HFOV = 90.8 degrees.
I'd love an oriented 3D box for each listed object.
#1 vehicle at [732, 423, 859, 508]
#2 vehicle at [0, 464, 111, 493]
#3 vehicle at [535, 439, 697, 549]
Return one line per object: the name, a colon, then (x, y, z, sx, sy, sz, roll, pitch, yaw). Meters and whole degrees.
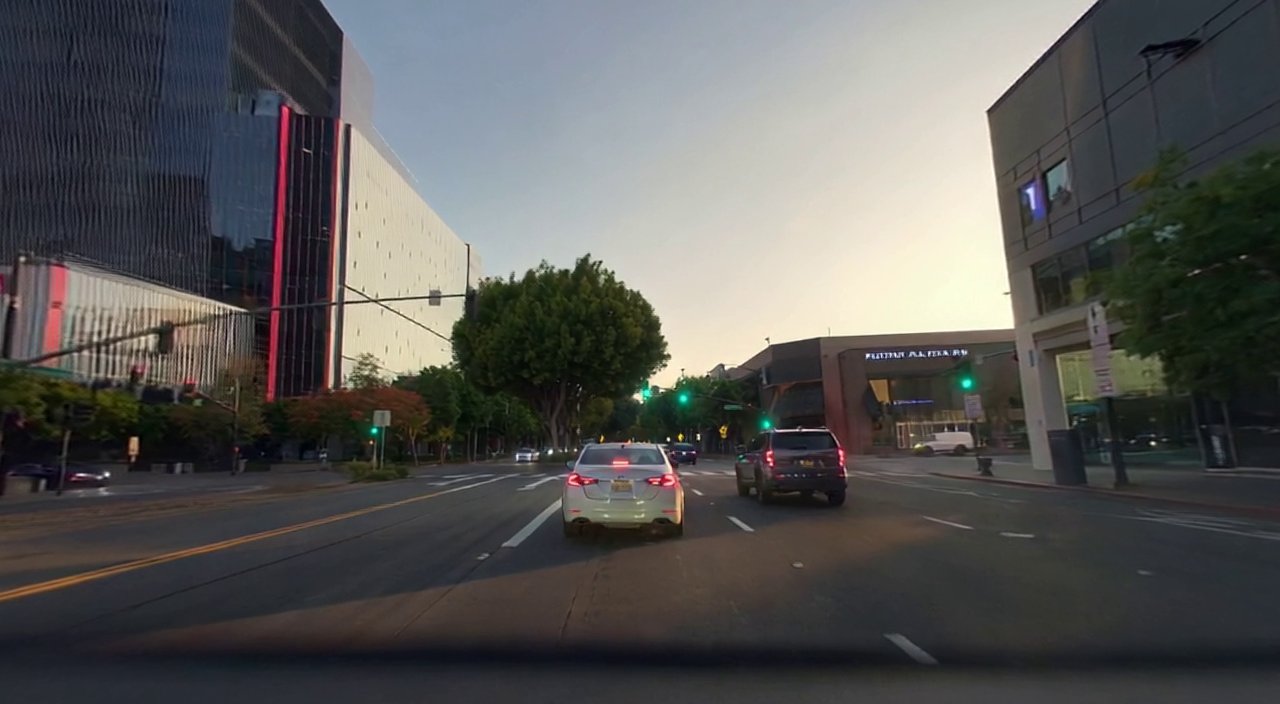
vehicle: (3.661, 2.712, 15.723, 2.078, 1.799, 4.089, 0, -7, -1)
vehicle: (-34.814, 7.498, 37.617, 4.470, 1.556, 2.231, 1, -8, -3)
vehicle: (-0.351, 2.154, 10.379, 2.144, 1.398, 3.963, 1, -7, -1)
